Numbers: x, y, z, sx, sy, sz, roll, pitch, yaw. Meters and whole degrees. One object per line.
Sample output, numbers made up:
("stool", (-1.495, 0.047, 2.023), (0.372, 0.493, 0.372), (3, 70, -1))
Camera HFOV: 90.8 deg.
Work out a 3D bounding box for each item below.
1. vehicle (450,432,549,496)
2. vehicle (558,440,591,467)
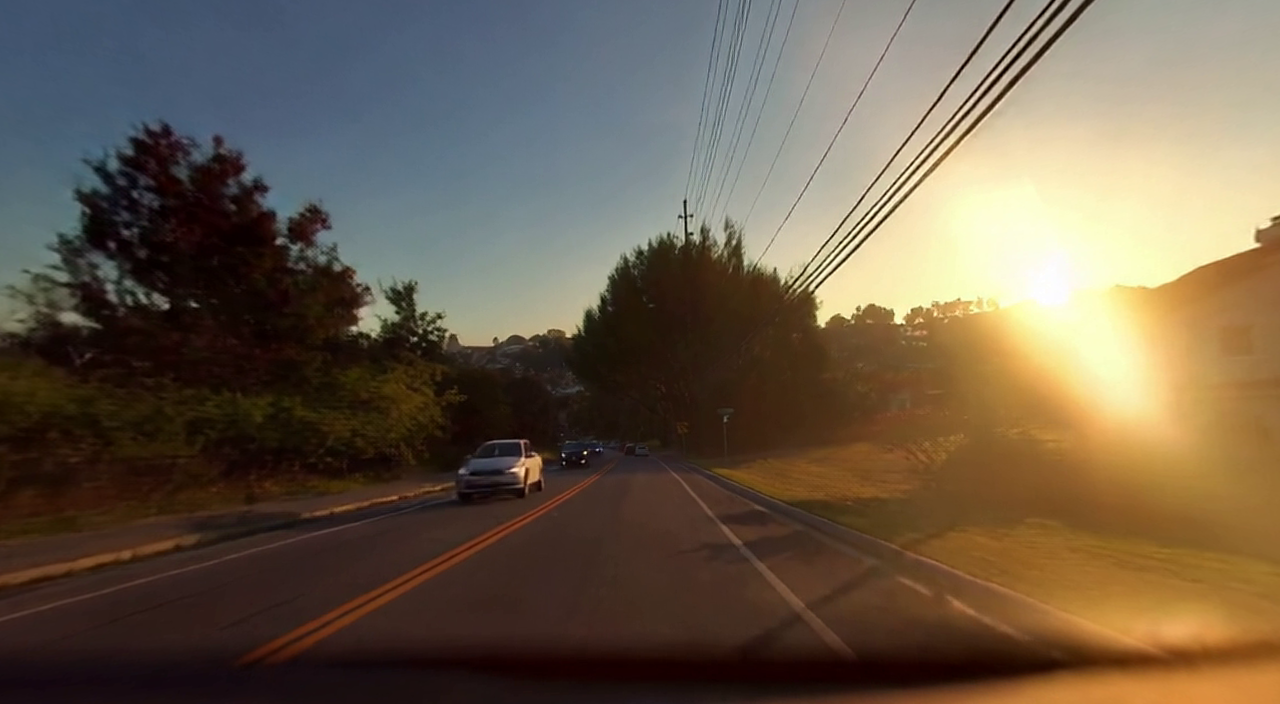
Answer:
("vehicle", (-4.480, 3.648, 21.030), (2.225, 1.872, 4.588), (0, -8, 0))
("vehicle", (-4.619, 7.237, 45.162), (1.968, 1.813, 4.409), (0, -8, -1))
